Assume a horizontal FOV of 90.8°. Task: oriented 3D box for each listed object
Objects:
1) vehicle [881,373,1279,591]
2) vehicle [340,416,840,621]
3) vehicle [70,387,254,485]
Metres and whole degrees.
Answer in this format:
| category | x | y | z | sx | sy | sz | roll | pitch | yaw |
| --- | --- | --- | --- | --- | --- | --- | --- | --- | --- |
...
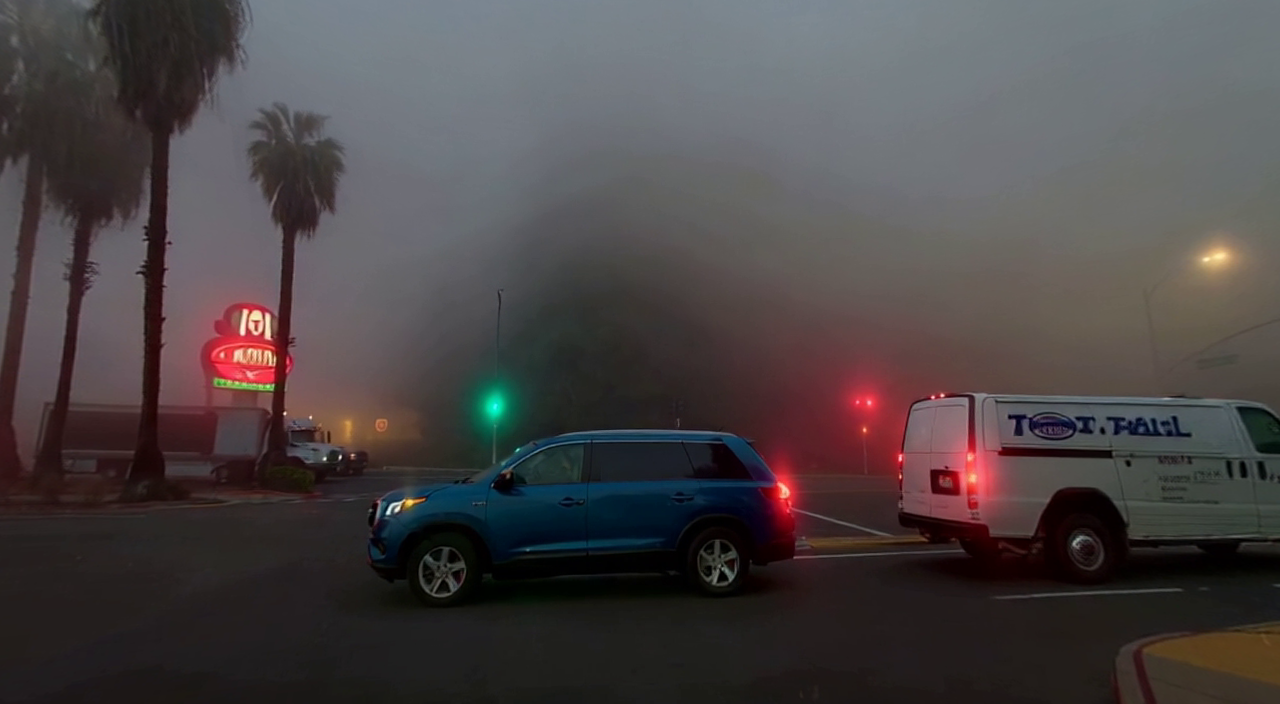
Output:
| category | x | y | z | sx | sy | sz | roll | pitch | yaw |
| --- | --- | --- | --- | --- | --- | --- | --- | --- | --- |
| vehicle | 6.644 | 1.540 | 8.036 | 6.246 | 2.202 | 2.277 | 1 | -9 | -7 |
| vehicle | -0.483 | 1.627 | 6.848 | 4.493 | 1.728 | 2.137 | 1 | -9 | -9 |
| vehicle | -21.664 | 3.968 | 29.436 | 3.034 | 3.929 | 7.699 | 1 | -9 | -6 |
